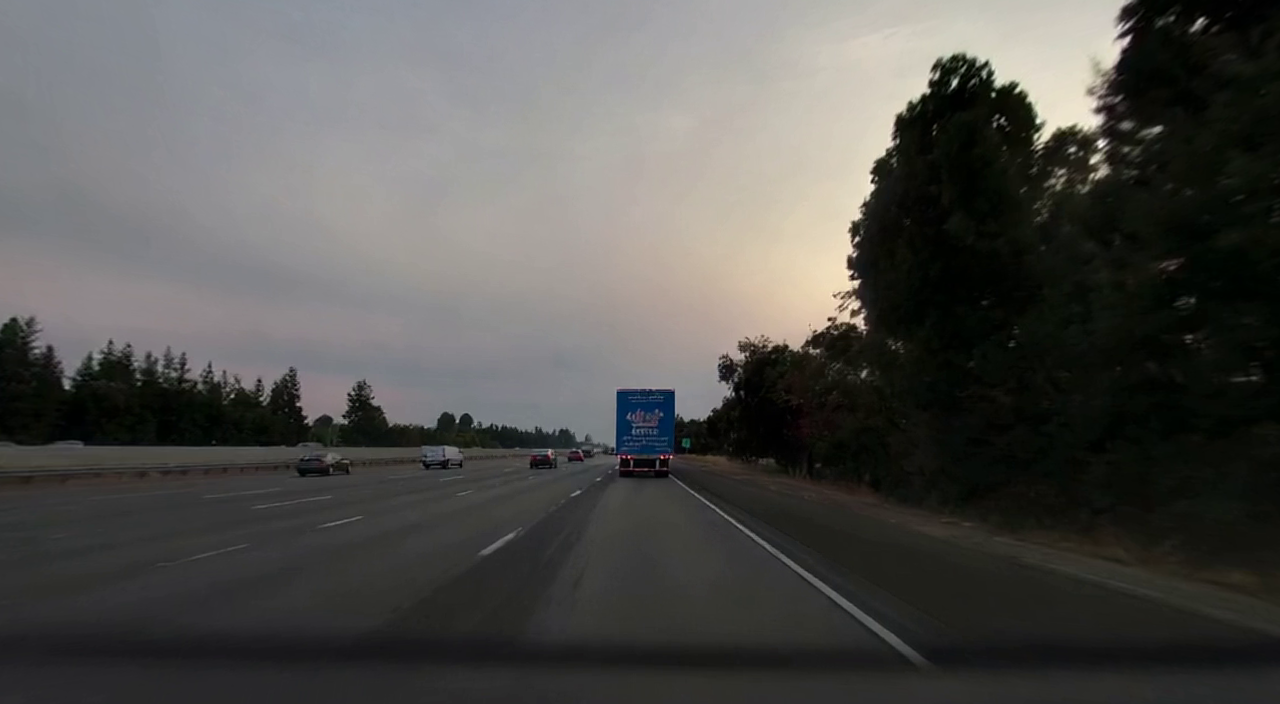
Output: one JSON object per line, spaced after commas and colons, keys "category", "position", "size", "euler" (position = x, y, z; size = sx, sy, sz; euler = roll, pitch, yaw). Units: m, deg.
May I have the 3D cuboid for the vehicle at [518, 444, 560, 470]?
{"category": "vehicle", "position": [-7.154, 7.479, 45.039], "size": [2.152, 1.732, 4.782], "euler": [0, -9, 1]}

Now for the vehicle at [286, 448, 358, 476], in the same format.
{"category": "vehicle", "position": [-18.410, 6.353, 36.780], "size": [1.901, 1.485, 4.279], "euler": [0, -9, 0]}

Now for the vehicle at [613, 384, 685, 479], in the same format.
{"category": "vehicle", "position": [0.318, 4.643, 35.404], "size": [3.140, 4.100, 15.551], "euler": [1, -9, -1]}

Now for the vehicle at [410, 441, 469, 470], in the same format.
{"category": "vehicle", "position": [-14.127, 7.348, 44.938], "size": [2.296, 1.907, 5.659], "euler": [0, -9, 1]}
